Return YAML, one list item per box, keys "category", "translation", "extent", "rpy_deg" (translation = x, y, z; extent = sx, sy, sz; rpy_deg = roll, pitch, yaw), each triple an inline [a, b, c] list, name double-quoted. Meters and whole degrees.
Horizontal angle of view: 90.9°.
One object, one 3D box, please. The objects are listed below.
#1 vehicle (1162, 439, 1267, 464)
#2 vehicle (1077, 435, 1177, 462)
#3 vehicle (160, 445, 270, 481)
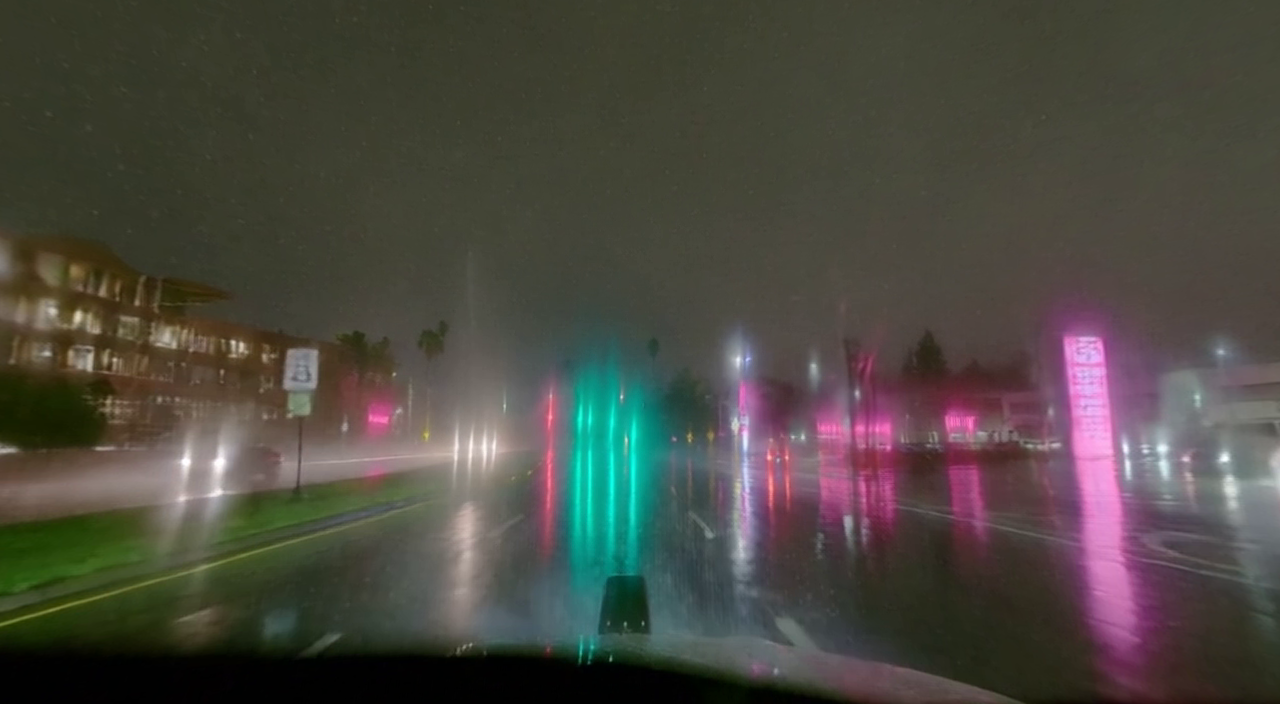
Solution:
- category: "vehicle"
  translation: [36.391, 6.301, 40.017]
  extent: [4.569, 1.493, 1.740]
  rpy_deg: [-1, -9, 11]
- category: "vehicle"
  translation: [36.187, 7.158, 46.977]
  extent: [5.218, 1.927, 2.387]
  rpy_deg: [-1, -9, 10]
- category: "vehicle"
  translation: [-18.805, 4.884, 28.178]
  extent: [1.859, 1.443, 4.466]
  rpy_deg: [0, -8, -1]
